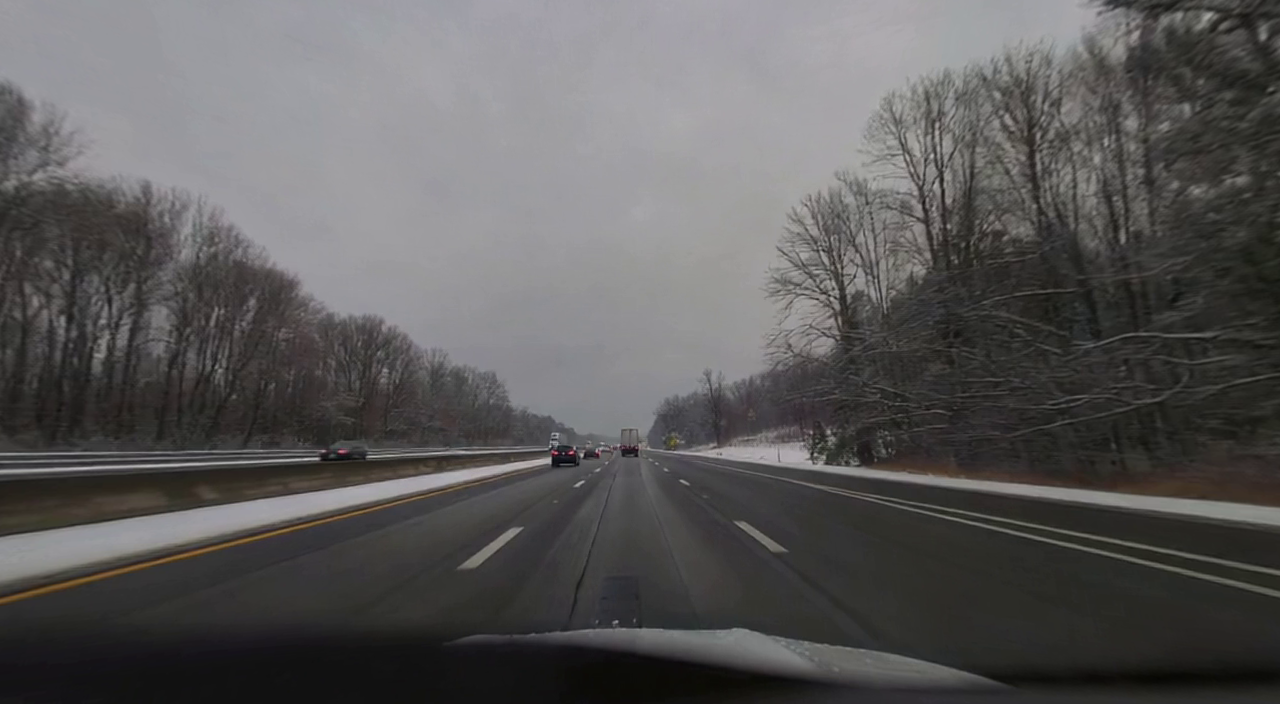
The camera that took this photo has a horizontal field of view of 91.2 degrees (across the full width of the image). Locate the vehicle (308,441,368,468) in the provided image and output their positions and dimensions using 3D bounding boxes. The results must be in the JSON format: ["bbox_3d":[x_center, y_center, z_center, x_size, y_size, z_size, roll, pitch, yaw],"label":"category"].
[{"bbox_3d":[-17.948,6.102,37.420,1.798,1.484,3.728,0,-9,-1],"label":"vehicle"}]

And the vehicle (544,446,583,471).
[{"bbox_3d":[-4.651,6.536,38.615,1.963,1.475,3.665,0,-9,-1],"label":"vehicle"}]
